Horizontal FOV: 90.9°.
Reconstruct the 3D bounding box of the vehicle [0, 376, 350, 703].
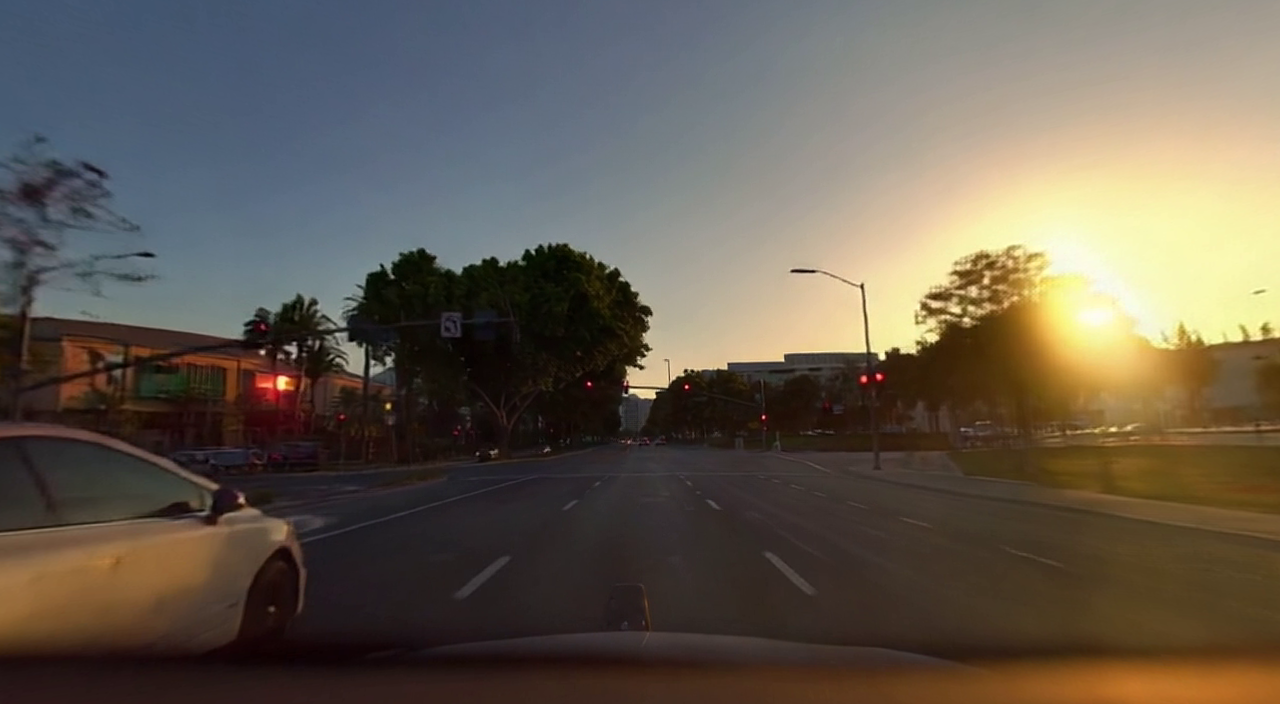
[{"bbox_3d":[-3.205,0.853,2.050,2.162,1.549,4.795,0,-8,1],"label":"vehicle"}]
